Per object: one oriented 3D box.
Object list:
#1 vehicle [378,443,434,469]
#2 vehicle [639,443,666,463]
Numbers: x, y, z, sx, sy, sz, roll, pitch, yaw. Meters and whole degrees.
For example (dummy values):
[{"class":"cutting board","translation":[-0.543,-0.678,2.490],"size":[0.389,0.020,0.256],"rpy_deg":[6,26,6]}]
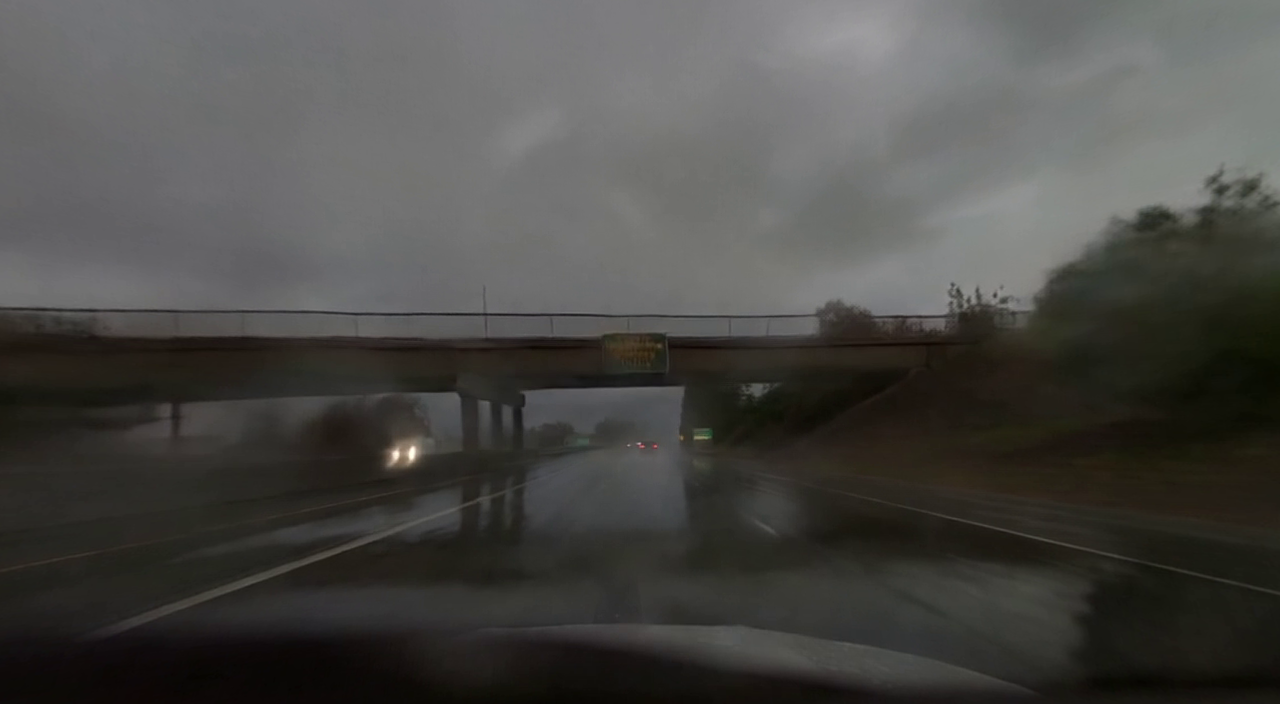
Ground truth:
[{"class":"vehicle","translation":[-14.953,6.614,40.585],"size":[1.806,1.563,3.887],"rpy_deg":[-1,-8,6]},{"class":"vehicle","translation":[0.924,7.650,48.021],"size":[1.970,1.477,4.158],"rpy_deg":[0,-9,1]}]
